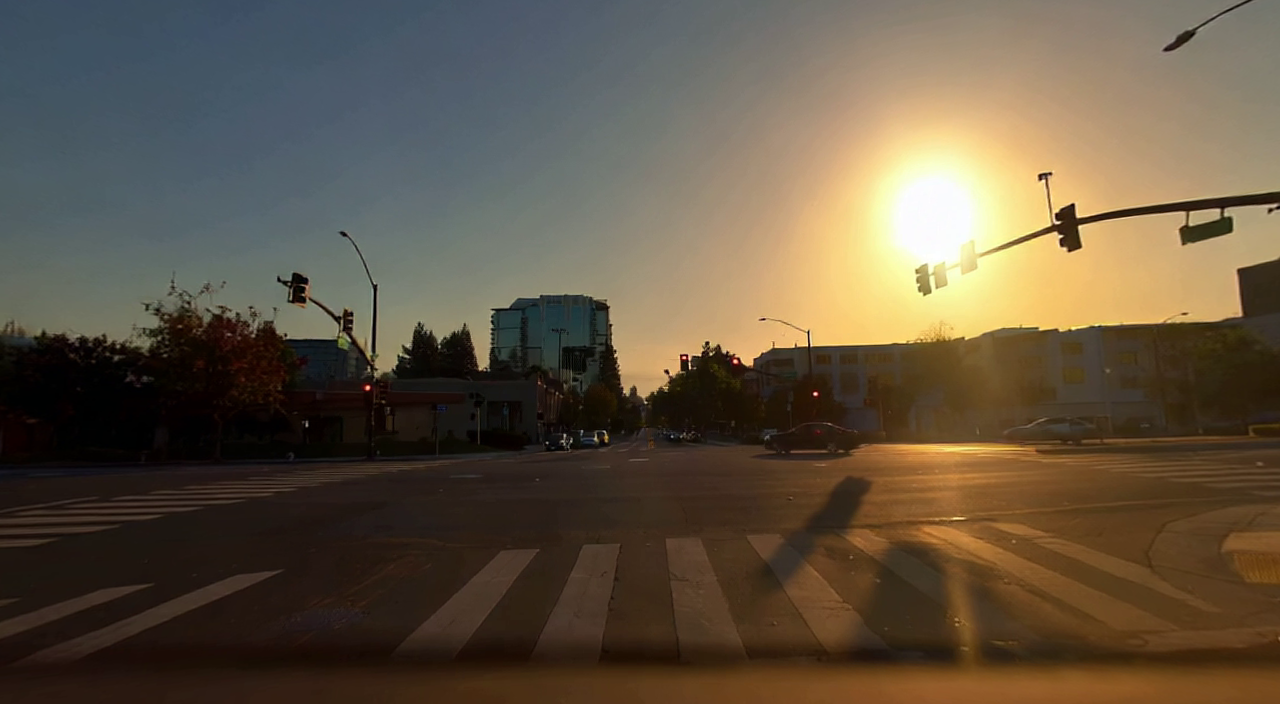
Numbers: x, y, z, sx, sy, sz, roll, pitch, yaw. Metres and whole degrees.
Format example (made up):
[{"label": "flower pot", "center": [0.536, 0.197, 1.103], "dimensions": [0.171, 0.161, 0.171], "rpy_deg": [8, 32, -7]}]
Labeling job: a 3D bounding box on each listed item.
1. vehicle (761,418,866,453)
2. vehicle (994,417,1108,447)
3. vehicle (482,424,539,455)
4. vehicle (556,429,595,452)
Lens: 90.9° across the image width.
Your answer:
[{"label": "vehicle", "center": [8.190, 3.985, 30.022], "dimensions": [4.407, 1.569, 1.859], "rpy_deg": [1, -9, -5]}, {"label": "vehicle", "center": [20.647, 4.037, 31.738], "dimensions": [4.510, 1.431, 1.884], "rpy_deg": [1, -9, -6]}, {"label": "vehicle", "center": [-8.294, 5.733, 40.893], "dimensions": [2.000, 1.864, 5.044], "rpy_deg": [-1, -9, 7]}, {"label": "vehicle", "center": [-4.392, 6.161, 43.759], "dimensions": [1.919, 1.467, 4.086], "rpy_deg": [-1, -9, 6]}]
